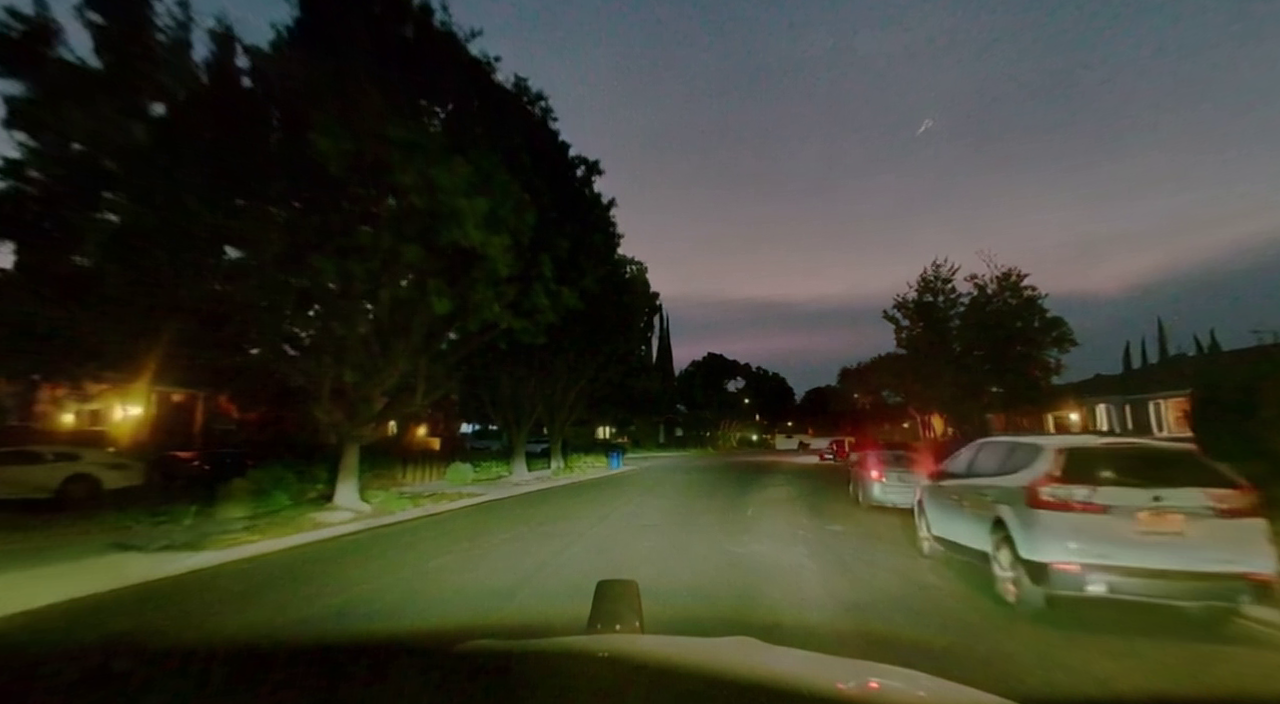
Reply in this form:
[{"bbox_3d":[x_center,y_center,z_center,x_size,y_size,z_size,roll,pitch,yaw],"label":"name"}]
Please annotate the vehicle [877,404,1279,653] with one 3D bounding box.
[{"bbox_3d":[4.190,1.529,6.662,2.075,1.657,4.648,-1,-8,7],"label":"vehicle"}]
